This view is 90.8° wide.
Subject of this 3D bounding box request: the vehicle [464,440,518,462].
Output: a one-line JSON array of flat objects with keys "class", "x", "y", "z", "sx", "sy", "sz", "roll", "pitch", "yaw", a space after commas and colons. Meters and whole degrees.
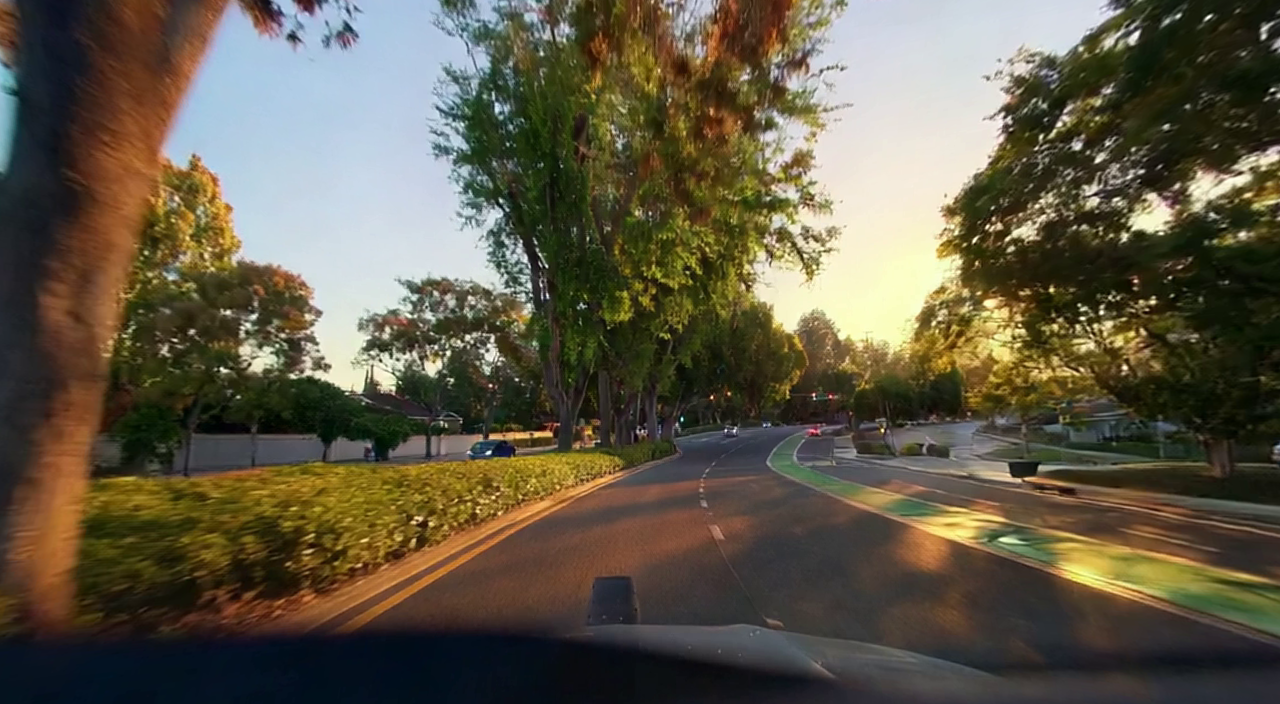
[{"class": "vehicle", "x": -10.918, "y": 7.294, "z": 46.660, "sx": 2.061, "sy": 1.559, "sz": 4.729, "roll": -2, "pitch": -9, "yaw": 10}]
